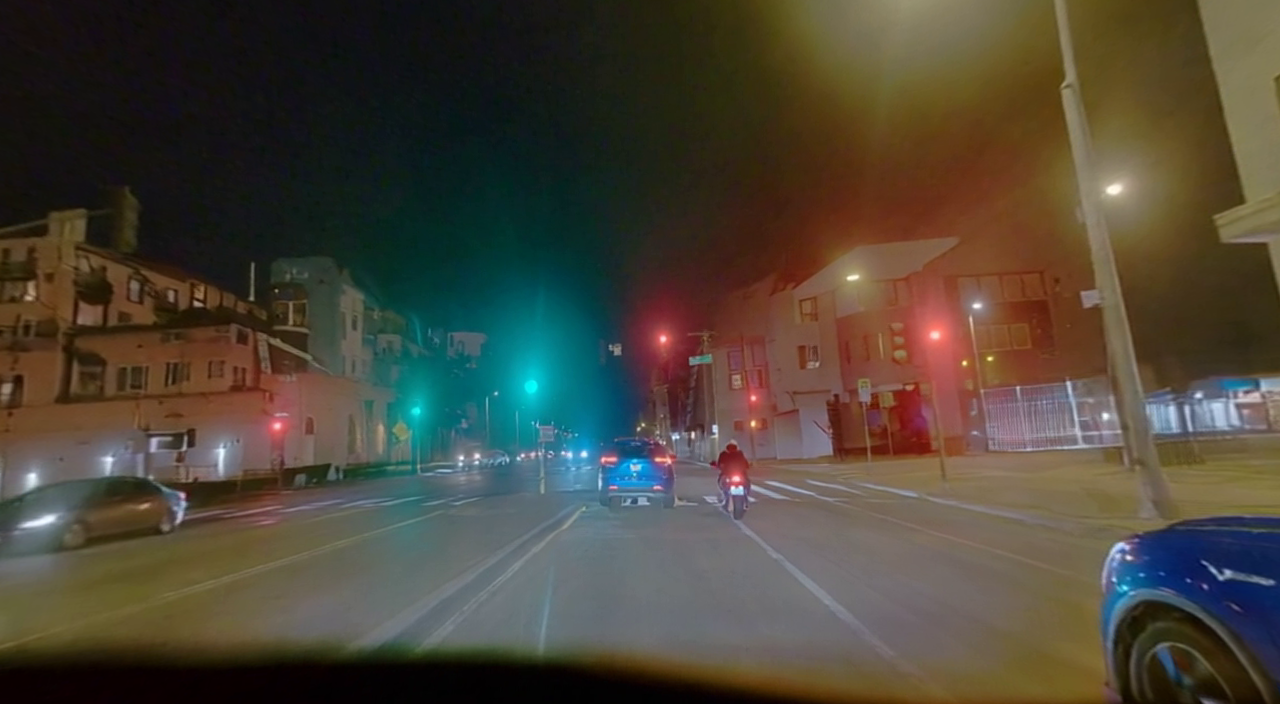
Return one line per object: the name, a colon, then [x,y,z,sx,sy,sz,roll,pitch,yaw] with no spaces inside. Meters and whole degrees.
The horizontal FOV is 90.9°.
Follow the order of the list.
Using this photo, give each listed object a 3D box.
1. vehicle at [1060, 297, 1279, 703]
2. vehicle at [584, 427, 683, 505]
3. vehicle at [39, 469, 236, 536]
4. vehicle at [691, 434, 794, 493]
vehicle: [2.679,0.504,0.312,1.939,1.709,4.323,0,-9,0]
vehicle: [-0.162,2.934,16.602,2.265,1.748,4.130,0,-9,0]
vehicle: [-14.263,4.259,18.415,1.963,1.492,4.885,0,-9,-4]
vehicle: [2.866,3.245,18.707,2.101,1.507,4.355,0,-9,-3]
